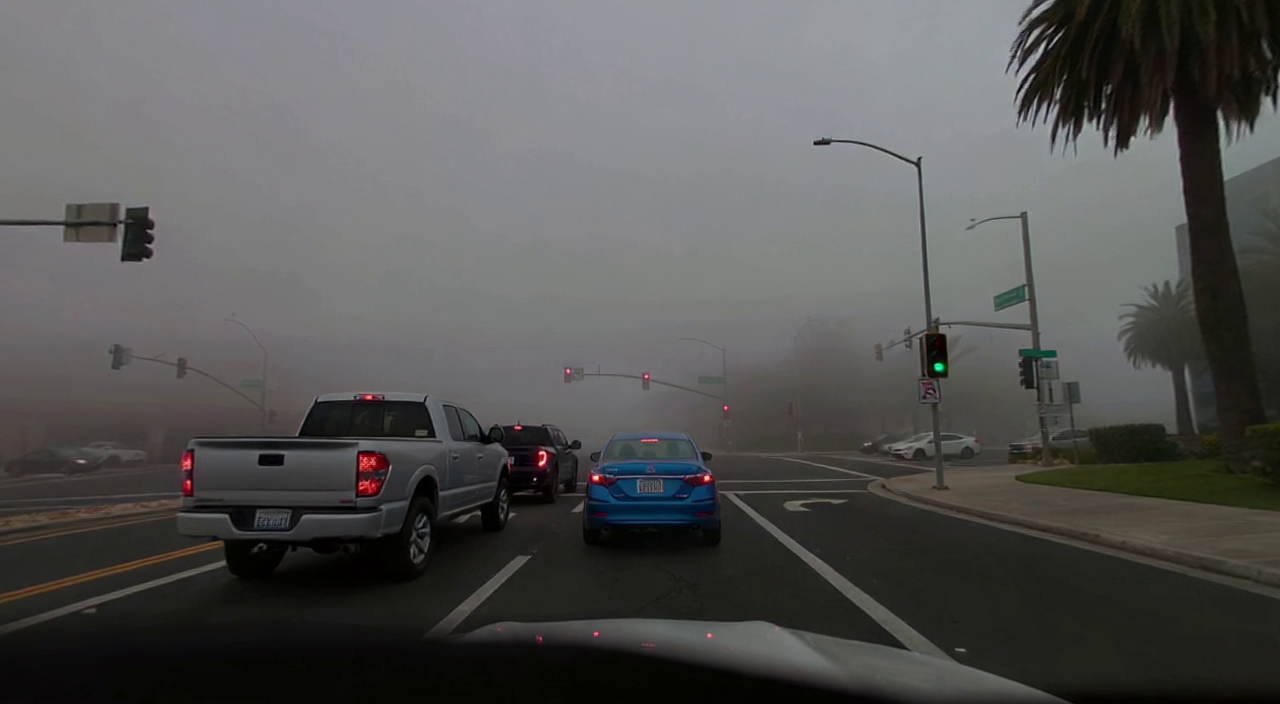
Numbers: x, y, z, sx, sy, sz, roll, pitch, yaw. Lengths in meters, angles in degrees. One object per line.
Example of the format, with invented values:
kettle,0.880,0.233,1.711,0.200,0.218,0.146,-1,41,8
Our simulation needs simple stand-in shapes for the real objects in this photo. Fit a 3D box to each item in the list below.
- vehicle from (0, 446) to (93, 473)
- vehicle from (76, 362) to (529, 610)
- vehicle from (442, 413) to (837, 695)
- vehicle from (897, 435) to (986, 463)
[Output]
vehicle,-37.093,6.636,38.855,4.576,1.617,1.937,0,-8,2
vehicle,-3.228,1.477,7.917,2.330,1.969,5.626,-1,-8,3
vehicle,0.030,1.398,5.531,2.122,1.501,4.152,0,-8,1
vehicle,18.801,6.067,39.305,4.466,1.717,1.963,0,-8,2
